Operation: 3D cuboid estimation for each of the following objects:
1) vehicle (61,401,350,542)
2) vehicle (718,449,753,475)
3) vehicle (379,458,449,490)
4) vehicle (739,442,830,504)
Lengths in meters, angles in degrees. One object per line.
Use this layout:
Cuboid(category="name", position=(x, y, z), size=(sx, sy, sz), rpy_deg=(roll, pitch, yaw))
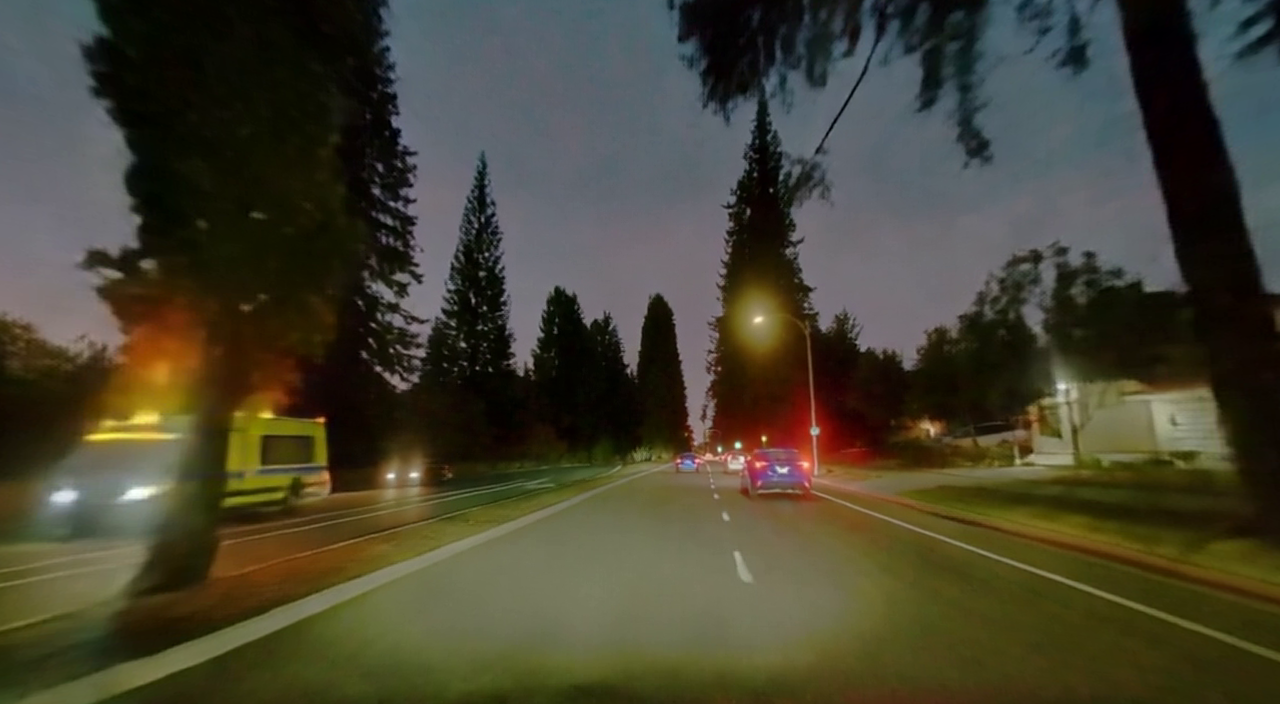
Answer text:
Cuboid(category="vehicle", position=(-10.367, 2.922, 16.069), size=(2.661, 2.737, 6.092), rpy_deg=(-4, -9, 6))
Cuboid(category="vehicle", position=(6.540, 7.524, 43.380), size=(2.110, 1.666, 3.912), rpy_deg=(-1, -9, 5))
Cuboid(category="vehicle", position=(-12.191, 6.583, 34.312), size=(1.874, 1.521, 4.244), rpy_deg=(-1, -9, 6))
Cuboid(category="vehicle", position=(4.208, 3.561, 19.083), size=(2.052, 1.639, 4.123), rpy_deg=(-1, -9, 4))
